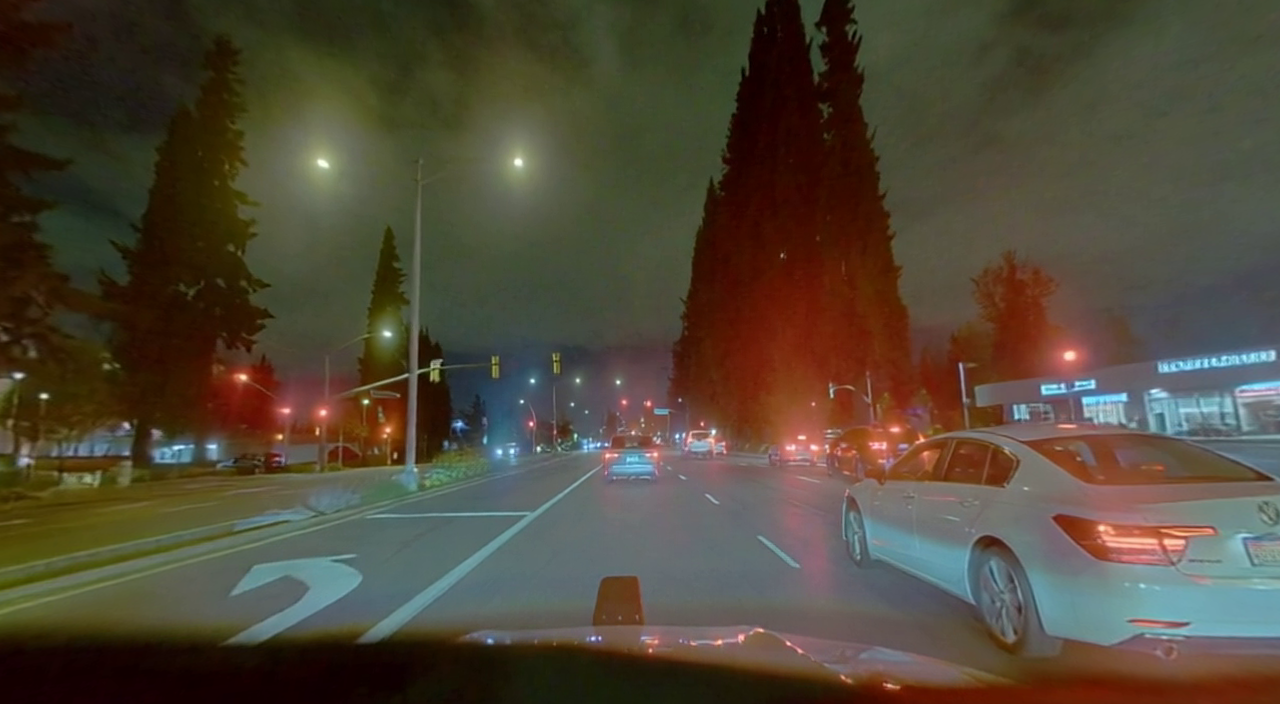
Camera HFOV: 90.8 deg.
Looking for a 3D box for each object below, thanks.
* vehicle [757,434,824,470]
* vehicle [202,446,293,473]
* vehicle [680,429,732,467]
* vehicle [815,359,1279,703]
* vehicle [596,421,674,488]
[{"bbox_3d":[6.566,4.431,28.059,1.883,1.452,4.258,0,-8,-1],"label":"vehicle"},{"bbox_3d":[-30.758,8.442,49.697,5.453,1.974,2.396,0,-9,-3],"label":"vehicle"},{"bbox_3d":[3.249,4.828,31.801,2.000,1.745,4.206,0,-8,-2],"label":"vehicle"},{"bbox_3d":[3.128,1.178,4.977,2.153,1.658,4.485,0,-8,-1],"label":"vehicle"},{"bbox_3d":[-0.170,3.085,19.283,2.106,1.798,4.168,0,-8,-1],"label":"vehicle"}]
